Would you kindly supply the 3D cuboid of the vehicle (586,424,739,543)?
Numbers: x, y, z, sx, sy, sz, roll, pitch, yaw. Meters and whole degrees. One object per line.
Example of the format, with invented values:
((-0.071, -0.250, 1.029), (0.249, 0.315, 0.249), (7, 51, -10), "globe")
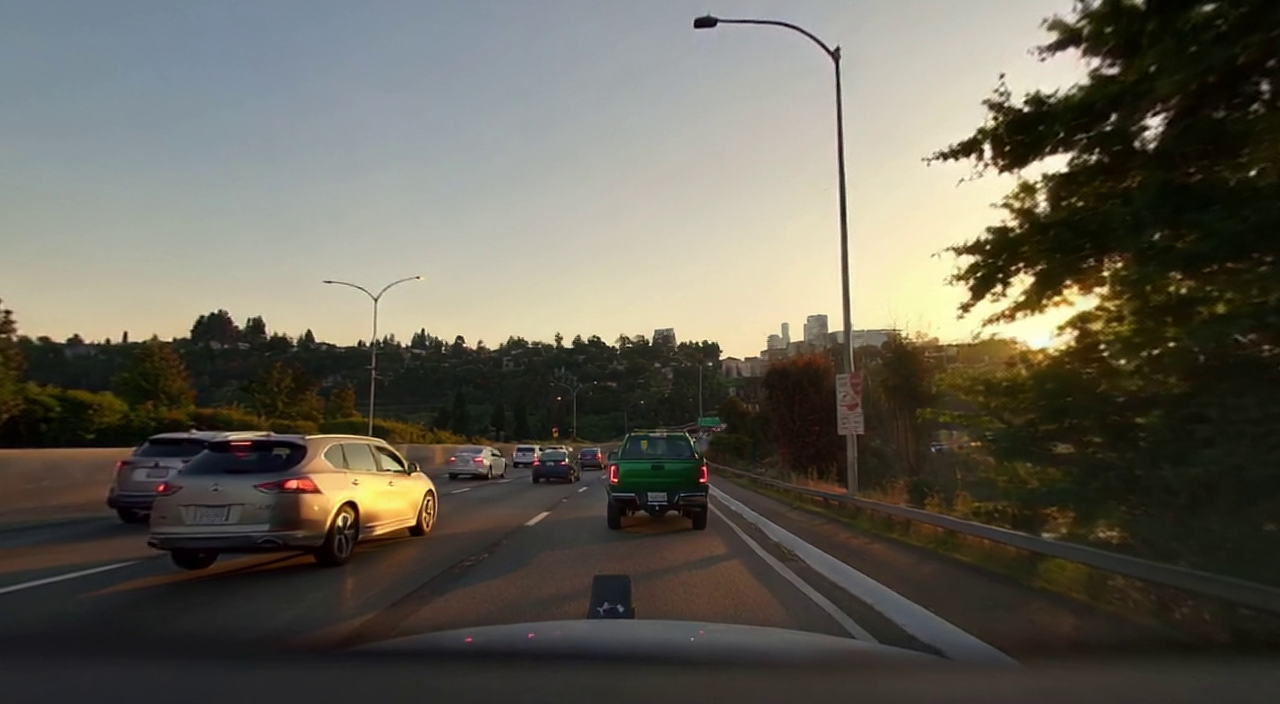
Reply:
((0.386, 2.265, 11.543), (2.235, 1.716, 4.435), (-1, -8, 2), "vehicle")

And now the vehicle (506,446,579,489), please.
((-3.550, 4.288, 23.878), (1.868, 1.470, 4.105), (-1, -9, 4), "vehicle")

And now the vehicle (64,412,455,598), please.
((-4.174, 1.734, 8.061), (2.076, 1.688, 4.334), (-1, -9, 4), "vehicle")
